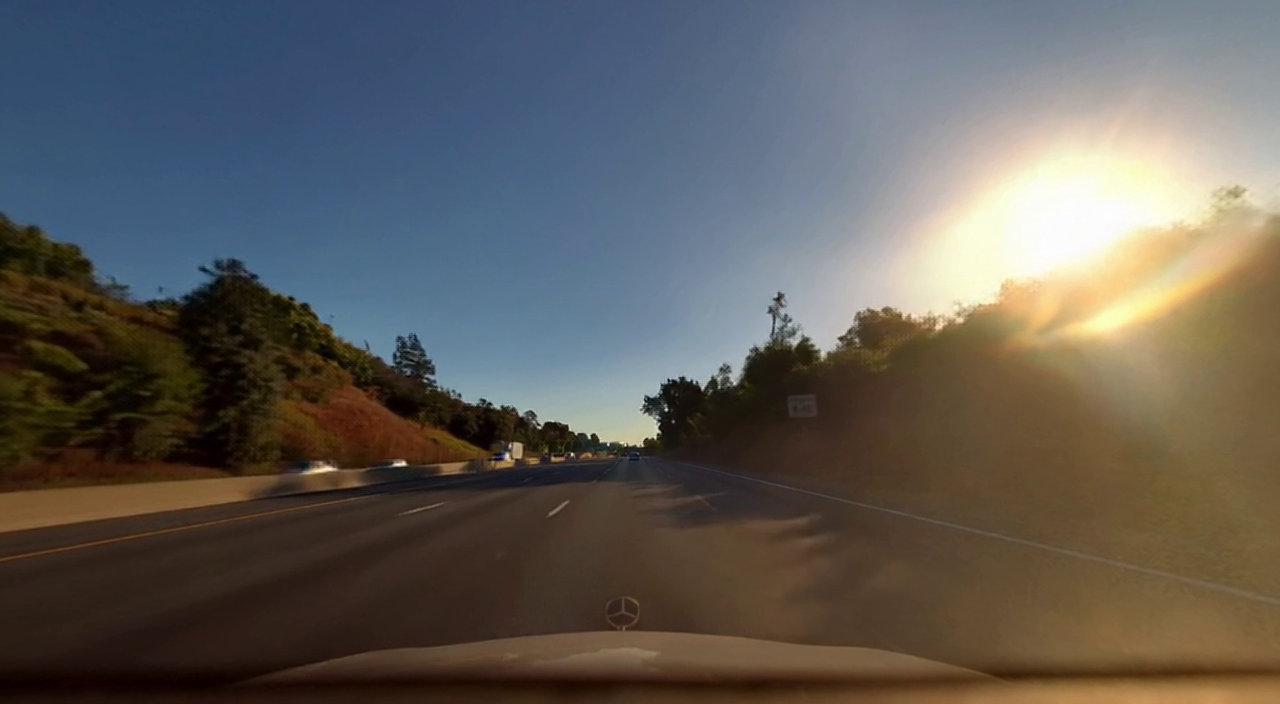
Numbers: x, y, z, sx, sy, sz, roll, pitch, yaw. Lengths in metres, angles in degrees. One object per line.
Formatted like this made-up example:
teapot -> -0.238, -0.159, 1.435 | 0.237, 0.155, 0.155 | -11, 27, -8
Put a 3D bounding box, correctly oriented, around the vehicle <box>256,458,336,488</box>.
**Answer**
vehicle -> -19.169, 6.763, 35.184 | 1.946, 1.482, 4.513 | 0, -9, -1
